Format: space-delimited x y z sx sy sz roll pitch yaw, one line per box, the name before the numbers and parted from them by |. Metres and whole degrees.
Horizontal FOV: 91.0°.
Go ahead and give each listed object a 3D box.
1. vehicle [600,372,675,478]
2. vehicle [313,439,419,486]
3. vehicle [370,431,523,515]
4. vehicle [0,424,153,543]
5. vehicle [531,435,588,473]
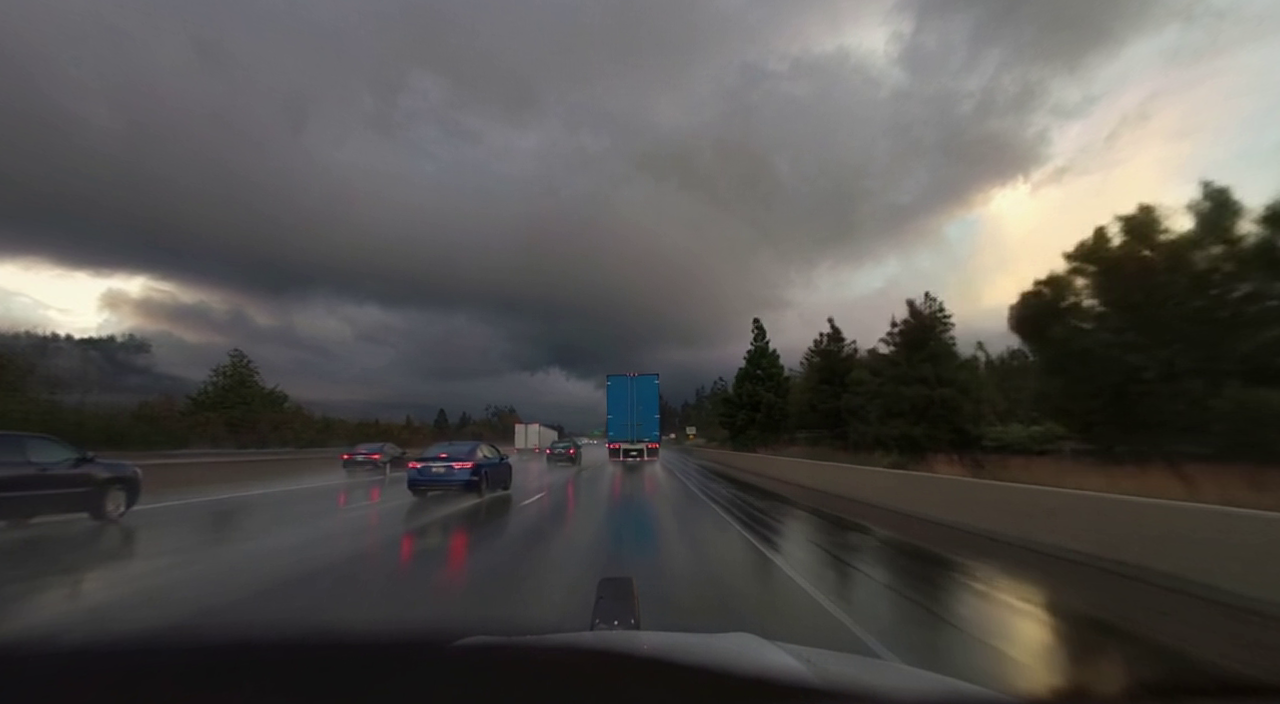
vehicle | -0.276 3.584 29.873 2.913 4.113 10.724 0 -8 -2
vehicle | -9.599 3.884 22.481 1.863 1.474 4.278 0 -8 0
vehicle | -4.103 2.624 14.163 2.164 1.582 3.979 0 -8 0
vehicle | -9.561 1.843 8.957 1.952 1.590 4.090 0 -8 0
vehicle | -3.763 4.863 30.223 2.158 1.680 4.087 0 -8 1
